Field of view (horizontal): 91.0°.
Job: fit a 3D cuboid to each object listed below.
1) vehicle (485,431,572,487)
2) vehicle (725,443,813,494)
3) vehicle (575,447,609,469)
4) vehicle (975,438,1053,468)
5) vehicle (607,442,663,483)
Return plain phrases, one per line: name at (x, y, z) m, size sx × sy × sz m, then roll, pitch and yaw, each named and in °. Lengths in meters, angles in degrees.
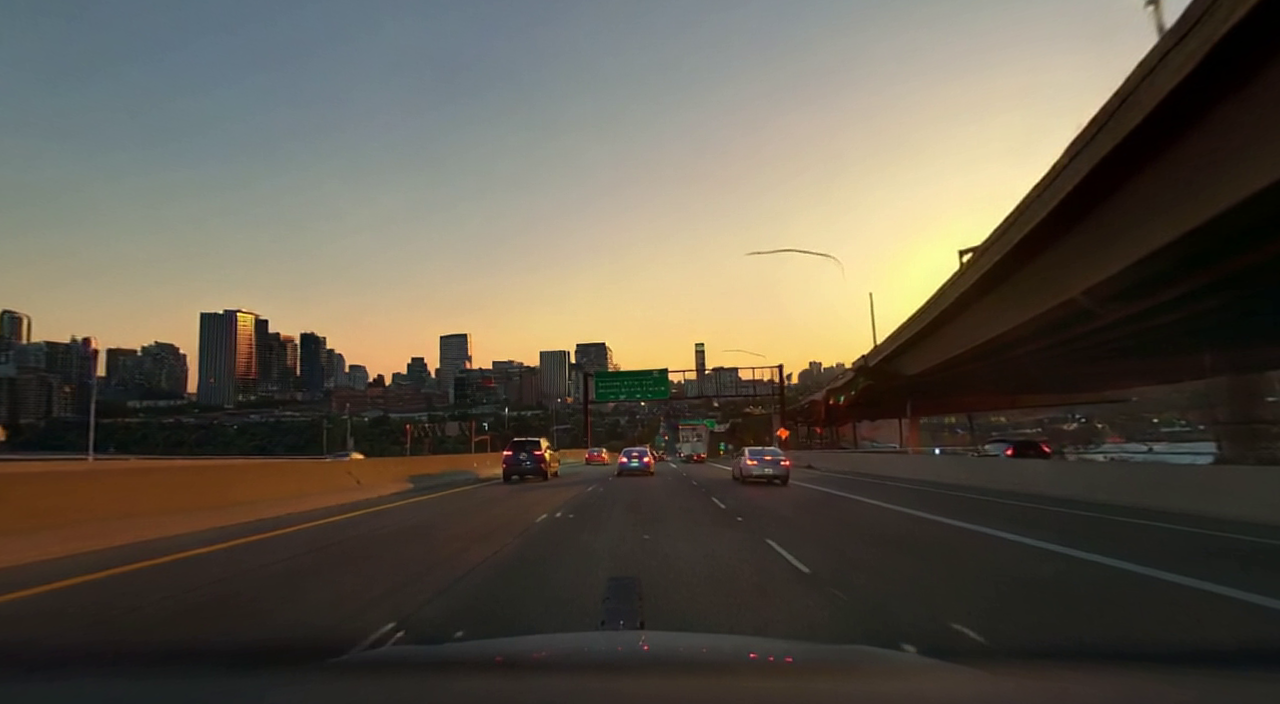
vehicle at (-3.924, 3.876, 23.067) m, size 2.142 × 1.819 × 4.648 m, roll 0°, pitch -9°, yaw 2°
vehicle at (4.093, 3.744, 20.669) m, size 1.974 × 1.490 × 3.994 m, roll 0°, pitch -9°, yaw -1°
vehicle at (-3.323, 7.407, 44.299) m, size 1.868 × 1.431 × 4.055 m, roll 0°, pitch -9°, yaw 2°
vehicle at (26.674, 7.259, 45.281) m, size 2.376 × 1.988 × 6.109 m, roll -1°, pitch -9°, yaw 6°
vehicle at (-0.162, 4.402, 25.389) m, size 2.089 × 1.493 × 3.964 m, roll 0°, pitch -9°, yaw 1°
